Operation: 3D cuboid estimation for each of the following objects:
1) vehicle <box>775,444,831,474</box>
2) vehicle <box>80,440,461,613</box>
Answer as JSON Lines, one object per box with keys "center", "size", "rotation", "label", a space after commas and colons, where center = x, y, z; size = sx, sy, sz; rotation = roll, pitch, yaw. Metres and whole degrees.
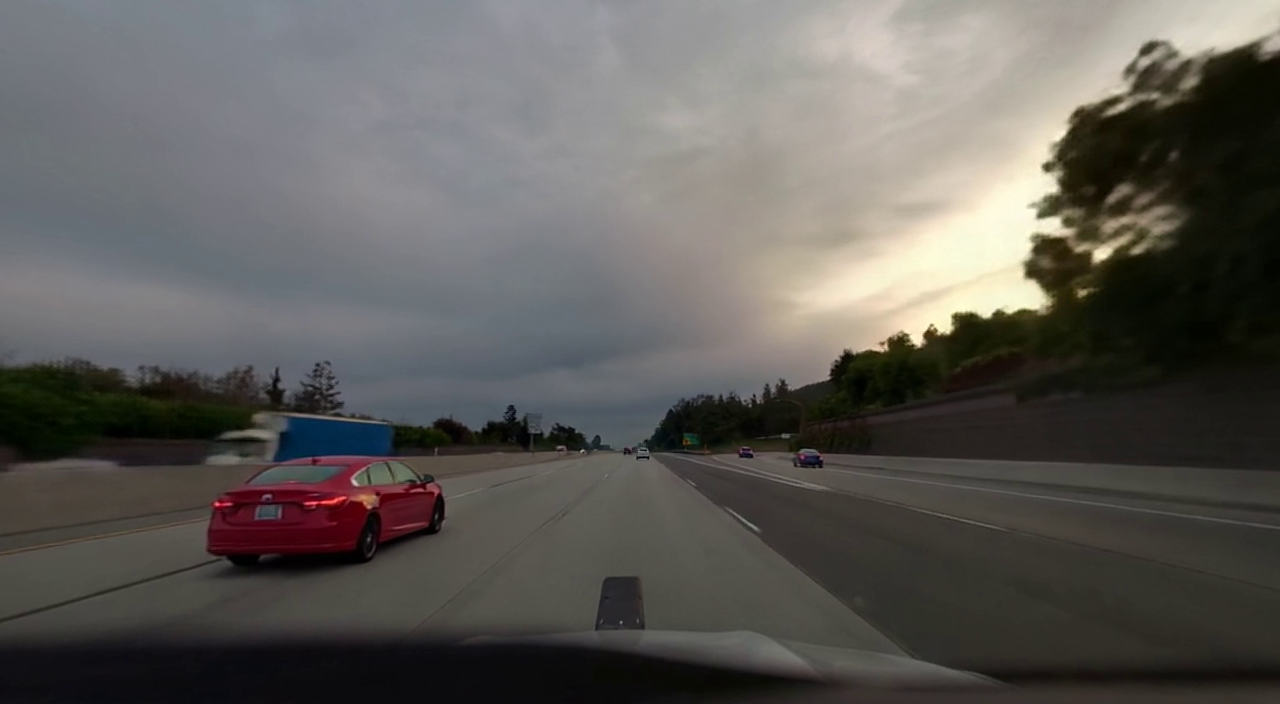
{"center": [8.918, 5.880, 34.837], "size": [1.884, 1.485, 4.600], "rotation": [-1, -9, 0], "label": "vehicle"}
{"center": [-3.813, 1.851, 7.716], "size": [1.873, 1.438, 4.546], "rotation": [-1, -9, 1], "label": "vehicle"}
